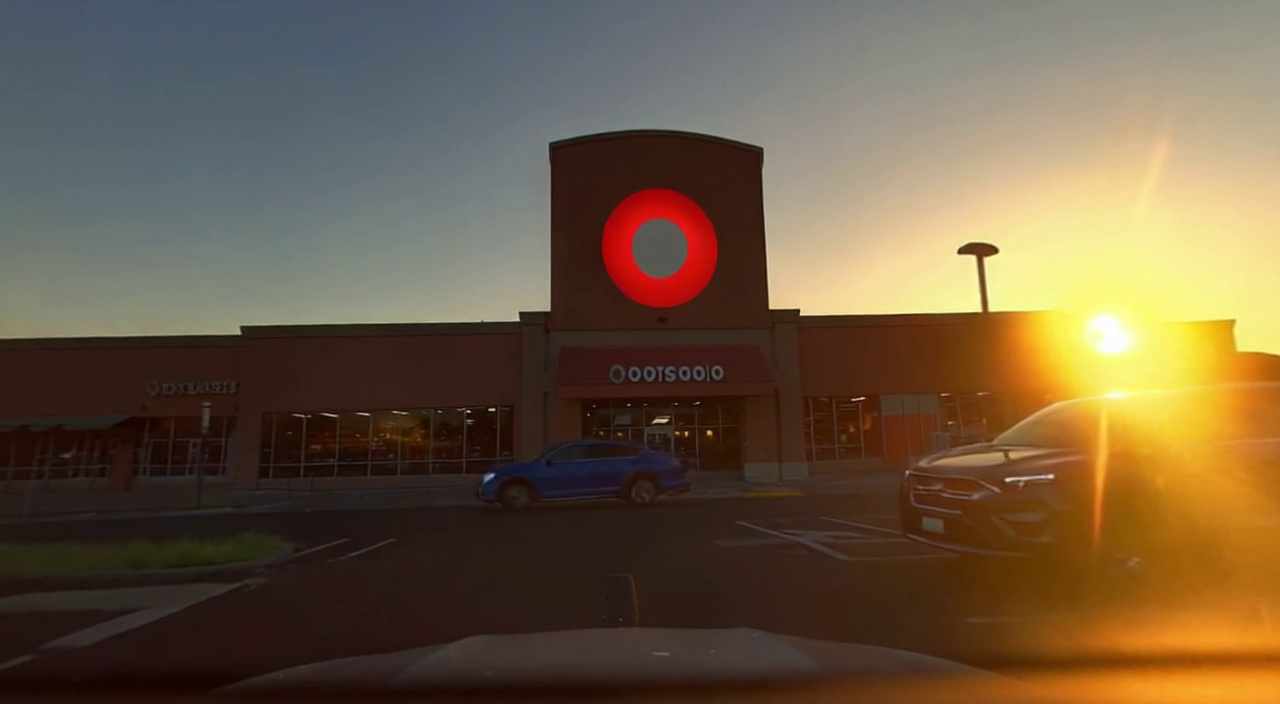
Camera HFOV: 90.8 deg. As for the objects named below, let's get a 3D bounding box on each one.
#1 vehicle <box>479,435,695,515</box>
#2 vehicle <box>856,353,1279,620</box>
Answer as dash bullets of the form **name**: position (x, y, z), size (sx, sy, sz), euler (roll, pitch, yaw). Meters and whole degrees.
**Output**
- **vehicle**: position (-1.296, 2.981, 15.668), size (4.957, 1.788, 2.092), euler (1, -9, -6)
- **vehicle**: position (4.983, 1.168, 6.062), size (4.864, 1.916, 2.413), euler (1, -8, -6)
